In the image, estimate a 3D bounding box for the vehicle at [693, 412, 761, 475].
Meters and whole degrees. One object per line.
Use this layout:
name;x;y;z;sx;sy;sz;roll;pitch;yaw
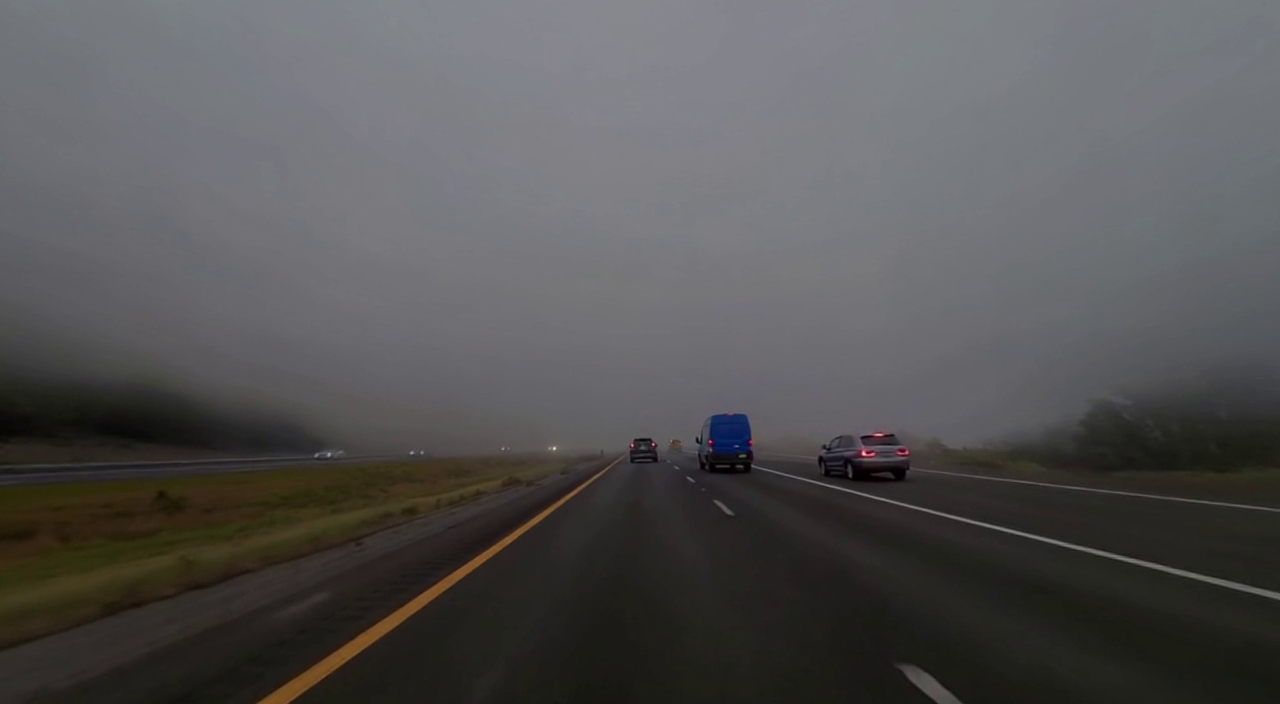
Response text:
vehicle;3.950;4.338;29.851;2.302;2.670;6.176;0;-8;0

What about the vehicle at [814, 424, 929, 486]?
vehicle;8.009;3.625;22.438;2.240;1.925;4.854;0;-8;0

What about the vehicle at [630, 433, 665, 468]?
vehicle;0.480;6.329;40.743;2.131;2.122;4.473;0;-8;0
